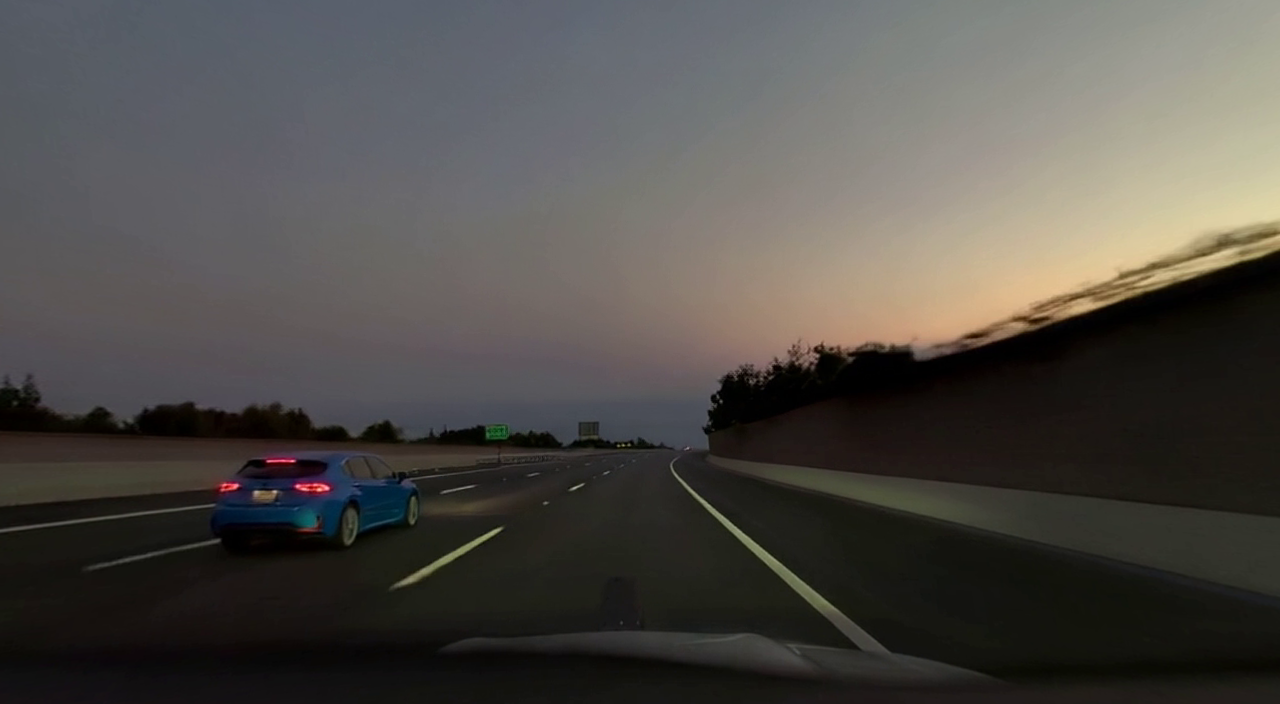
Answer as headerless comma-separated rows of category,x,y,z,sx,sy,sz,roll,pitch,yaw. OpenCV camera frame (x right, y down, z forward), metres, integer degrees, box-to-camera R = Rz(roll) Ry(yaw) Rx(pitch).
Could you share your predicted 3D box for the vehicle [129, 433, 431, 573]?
vehicle,-4.548,1.932,8.784,1.928,1.504,3.745,0,-9,1
